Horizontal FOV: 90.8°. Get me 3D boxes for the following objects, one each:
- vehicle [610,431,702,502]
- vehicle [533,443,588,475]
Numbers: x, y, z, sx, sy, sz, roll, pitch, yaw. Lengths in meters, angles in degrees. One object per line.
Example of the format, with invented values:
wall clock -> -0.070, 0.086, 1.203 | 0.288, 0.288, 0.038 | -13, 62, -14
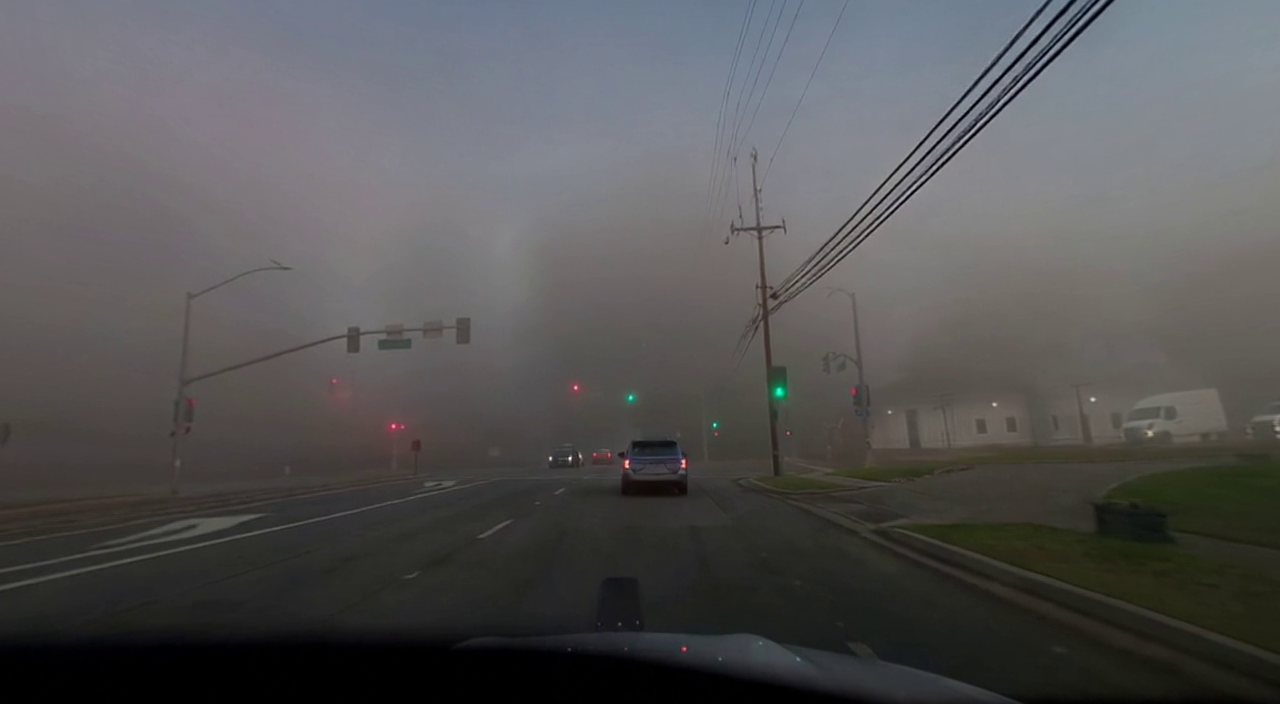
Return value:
vehicle -> 0.370, 2.974, 16.810 | 2.156, 1.636, 3.923 | 0, -9, 0
vehicle -> -3.871, 5.287, 31.536 | 2.153, 1.474, 4.284 | 0, -9, 1
